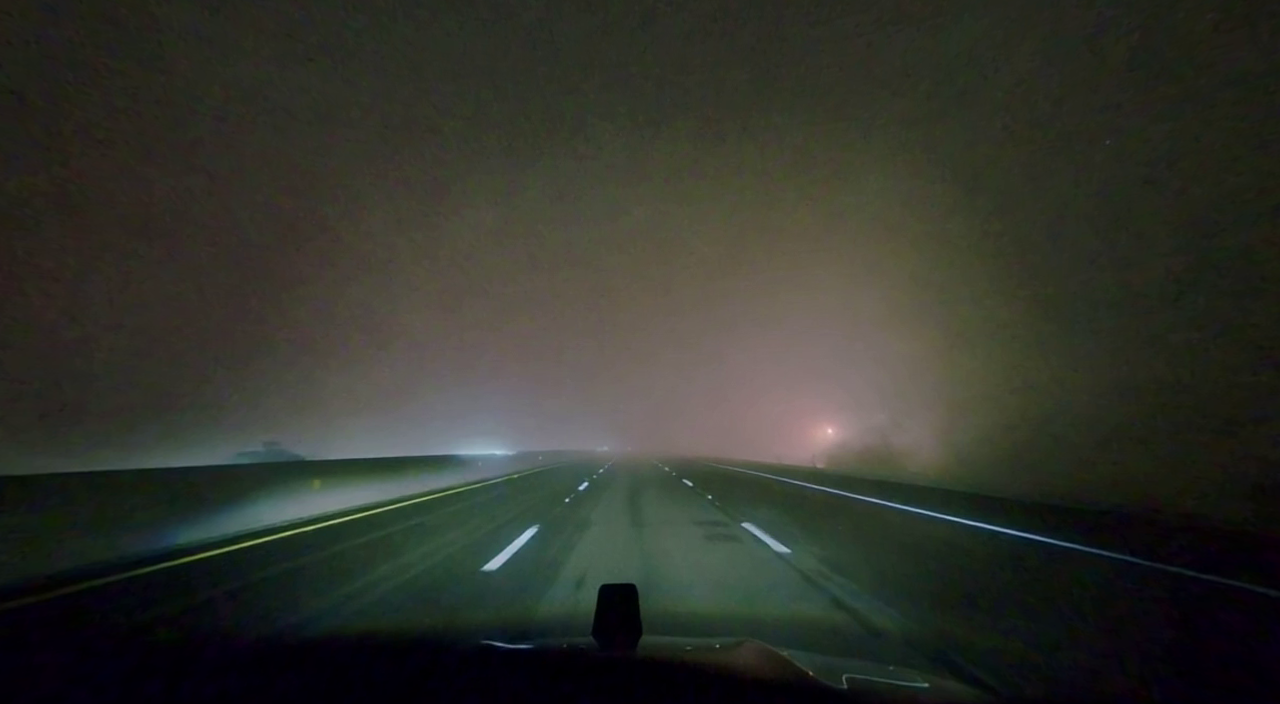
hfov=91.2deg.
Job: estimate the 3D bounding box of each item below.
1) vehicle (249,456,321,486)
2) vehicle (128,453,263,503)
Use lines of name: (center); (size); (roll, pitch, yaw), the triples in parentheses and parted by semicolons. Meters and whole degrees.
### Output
vehicle: (-20.606, 6.895, 36.596); (1.848, 1.543, 3.982); (0, -9, 0)
vehicle: (-16.098, 4.533, 23.003); (1.885, 1.631, 4.109); (0, -9, 0)
